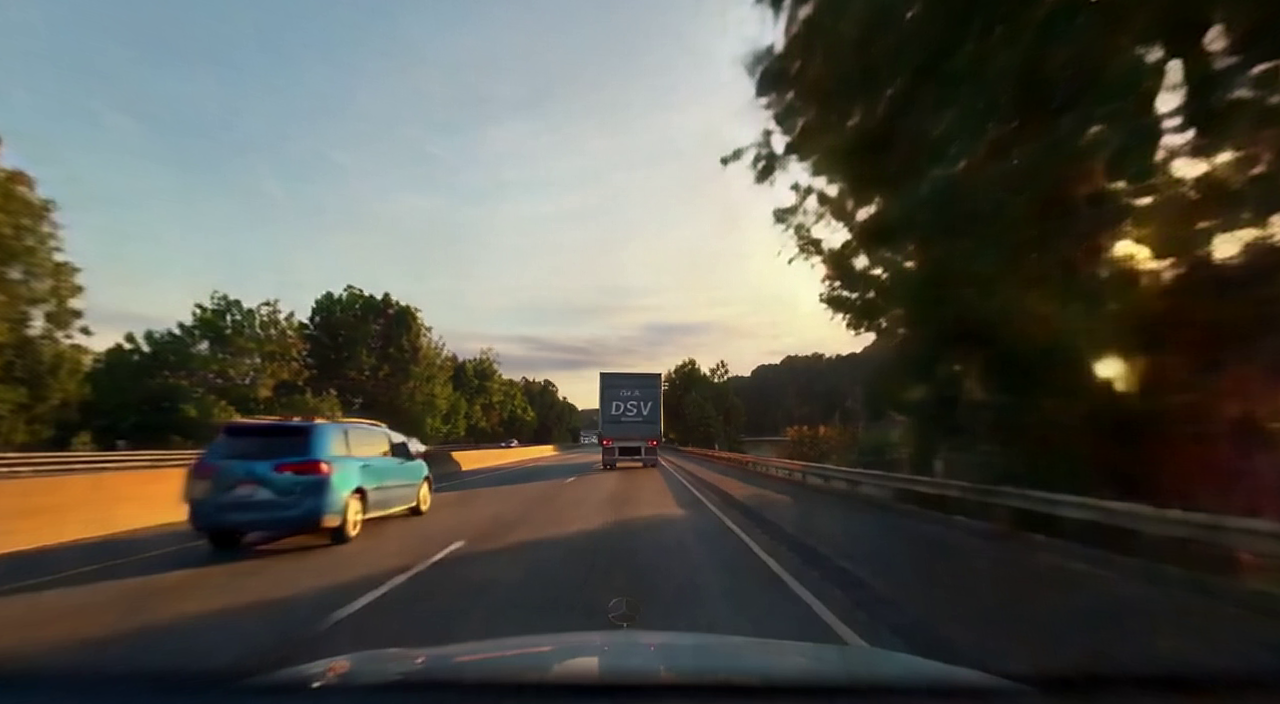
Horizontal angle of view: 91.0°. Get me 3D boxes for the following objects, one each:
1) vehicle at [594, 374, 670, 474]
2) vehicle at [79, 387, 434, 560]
[{"bbox_3d":[-0.440,3.551,30.090,2.969,3.957,10.270,0,-8,-1],"label":"vehicle"},{"bbox_3d":[-4.725,1.577,8.848,2.086,1.778,4.544,0,-8,0],"label":"vehicle"}]
